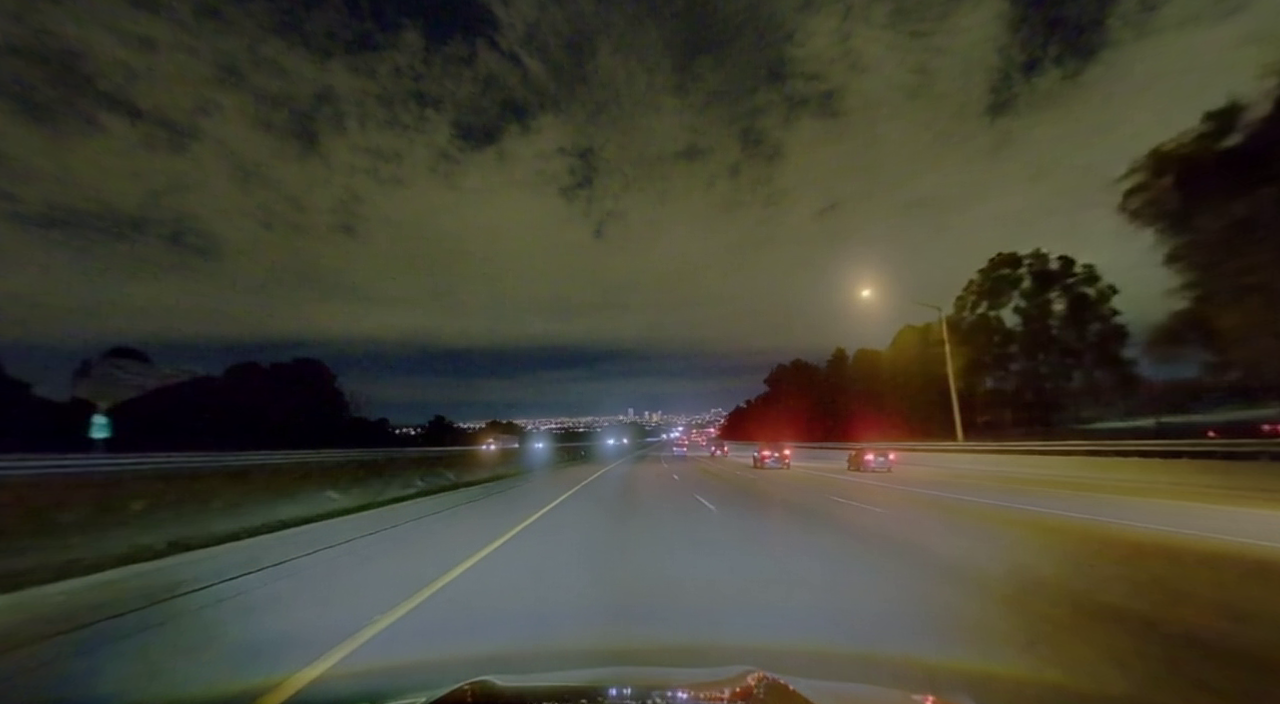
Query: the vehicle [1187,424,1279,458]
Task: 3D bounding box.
[{"bbox_3d":[29.021,4.200,29.755,1.967,1.491,4.970,0,-9,-1],"label":"vehicle"}]
